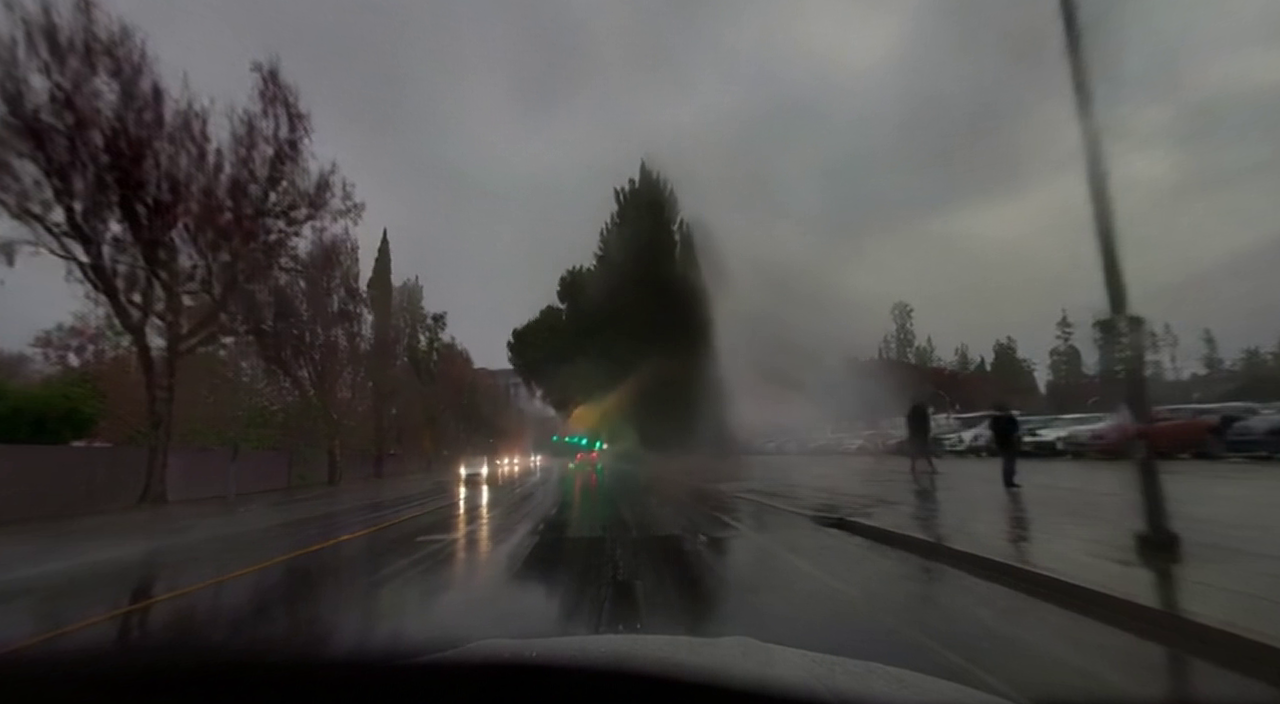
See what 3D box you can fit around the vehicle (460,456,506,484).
[{"bbox_3d":[-9.371,7.062,38.034,2.033,1.511,4.247,1,-9,-6],"label":"vehicle"}]
